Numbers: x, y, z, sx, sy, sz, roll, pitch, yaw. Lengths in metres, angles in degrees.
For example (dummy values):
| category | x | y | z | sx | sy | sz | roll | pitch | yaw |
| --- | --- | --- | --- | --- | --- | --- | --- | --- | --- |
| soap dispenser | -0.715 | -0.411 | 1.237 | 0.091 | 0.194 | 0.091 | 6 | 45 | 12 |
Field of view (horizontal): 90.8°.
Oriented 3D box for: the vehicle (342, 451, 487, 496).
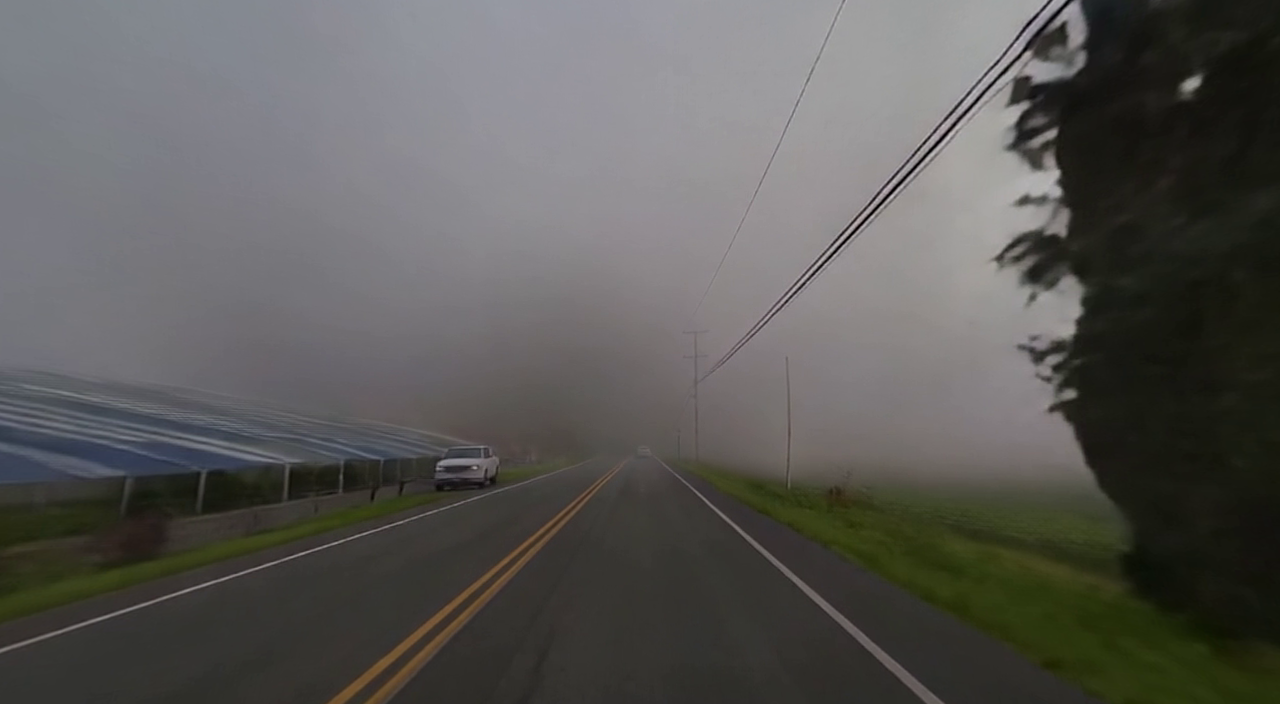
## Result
| category | x | y | z | sx | sy | sz | roll | pitch | yaw |
| --- | --- | --- | --- | --- | --- | --- | --- | --- | --- |
| vehicle | -8.139 | 4.415 | 23.108 | 4.525 | 1.499 | 1.934 | -1 | -8 | 1 |
